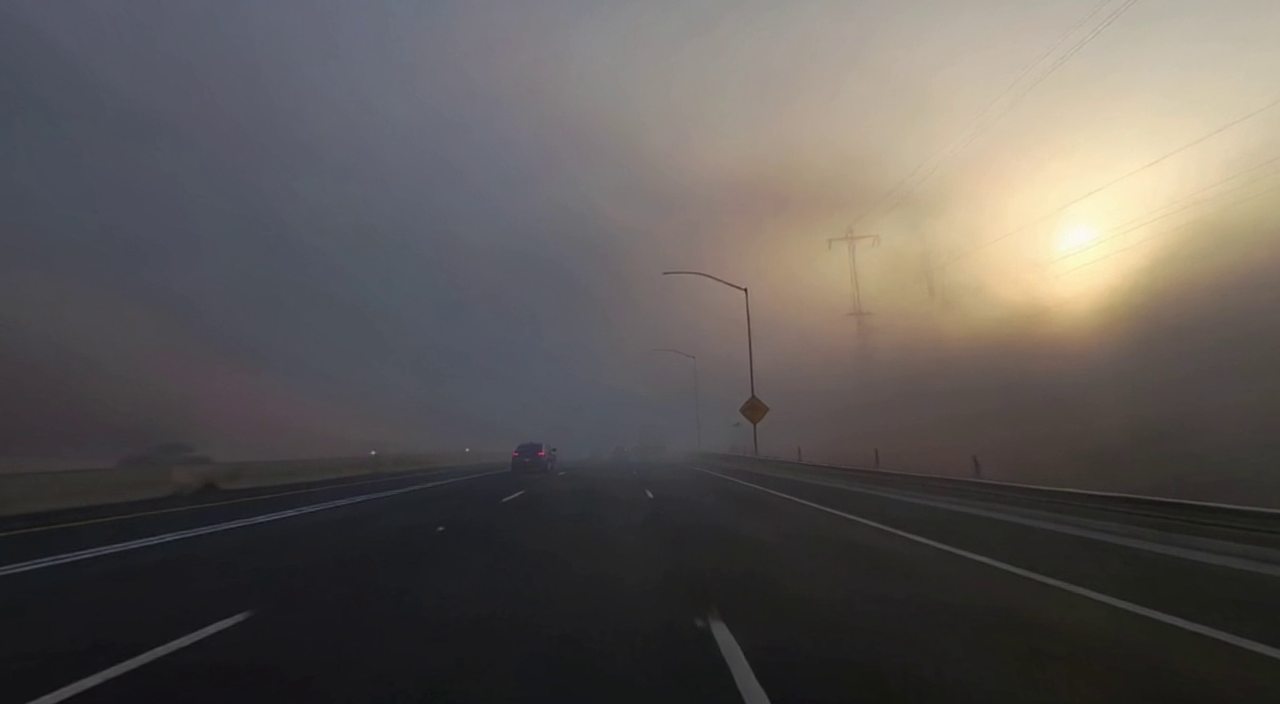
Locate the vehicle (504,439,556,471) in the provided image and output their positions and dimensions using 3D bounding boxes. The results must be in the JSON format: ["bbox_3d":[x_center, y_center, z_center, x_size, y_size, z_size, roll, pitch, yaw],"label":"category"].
[{"bbox_3d":[-5.956,5.613,34.687,2.064,1.642,4.389,0,-8,0],"label":"vehicle"}]

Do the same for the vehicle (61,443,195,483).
[{"bbox_3d":[-20.371,4.409,25.383,1.821,1.473,4.245,0,-8,0],"label":"vehicle"}]
